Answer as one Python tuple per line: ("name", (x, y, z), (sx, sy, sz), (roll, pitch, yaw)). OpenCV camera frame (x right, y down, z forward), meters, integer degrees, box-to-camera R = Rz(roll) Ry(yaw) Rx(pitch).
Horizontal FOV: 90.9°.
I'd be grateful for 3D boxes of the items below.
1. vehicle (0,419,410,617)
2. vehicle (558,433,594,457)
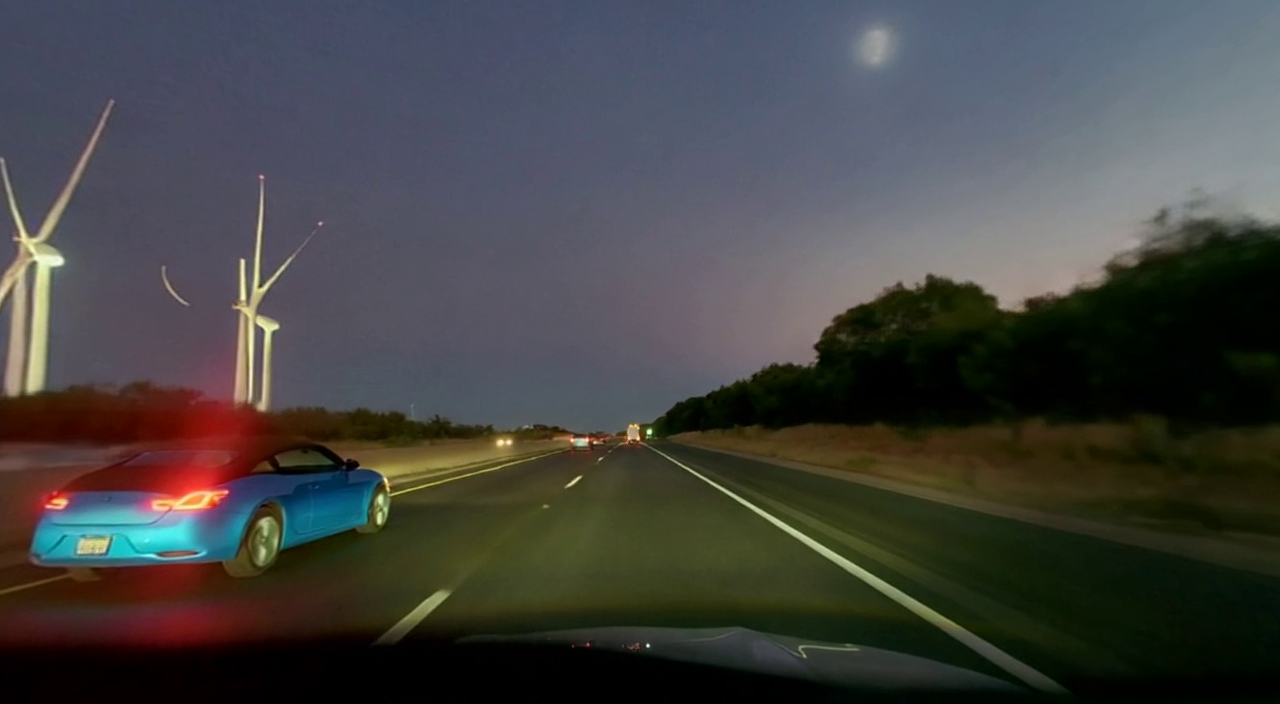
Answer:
("vehicle", (-4.177, 1.483, 6.691), (1.969, 1.413, 4.194), (0, -8, -1))
("vehicle", (-4.095, 5.984, 40.649), (2.024, 1.456, 3.754), (0, -8, -1))
